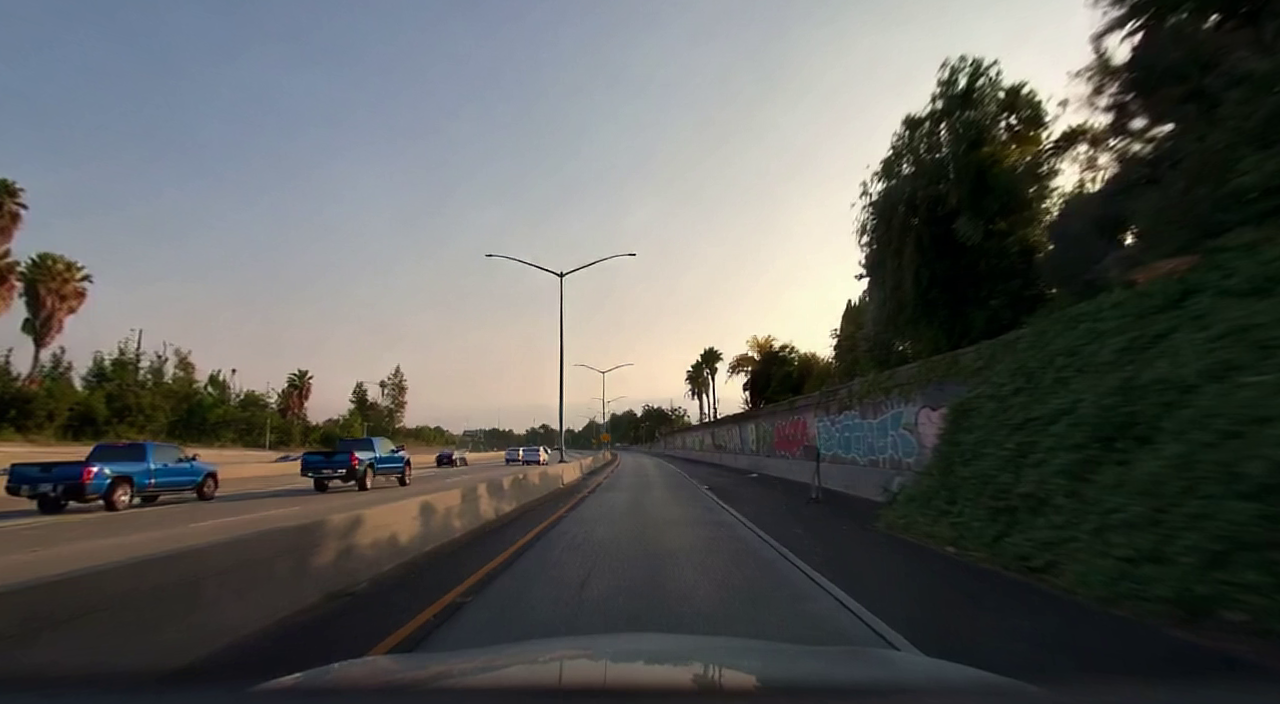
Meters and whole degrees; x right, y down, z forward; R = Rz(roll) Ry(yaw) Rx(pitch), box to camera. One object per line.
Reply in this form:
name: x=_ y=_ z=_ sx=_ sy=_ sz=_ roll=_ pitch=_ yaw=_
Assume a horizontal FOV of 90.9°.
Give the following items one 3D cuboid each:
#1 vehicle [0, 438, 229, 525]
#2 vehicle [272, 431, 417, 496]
vehicle: x=-14.199 y=3.276 z=16.848 sx=2.272 sy=1.882 sz=5.941 roll=0 pitch=-8 yaw=1
vehicle: x=-10.201 y=3.891 z=22.474 sx=2.342 sy=1.999 sz=5.594 roll=0 pitch=-8 yaw=1
